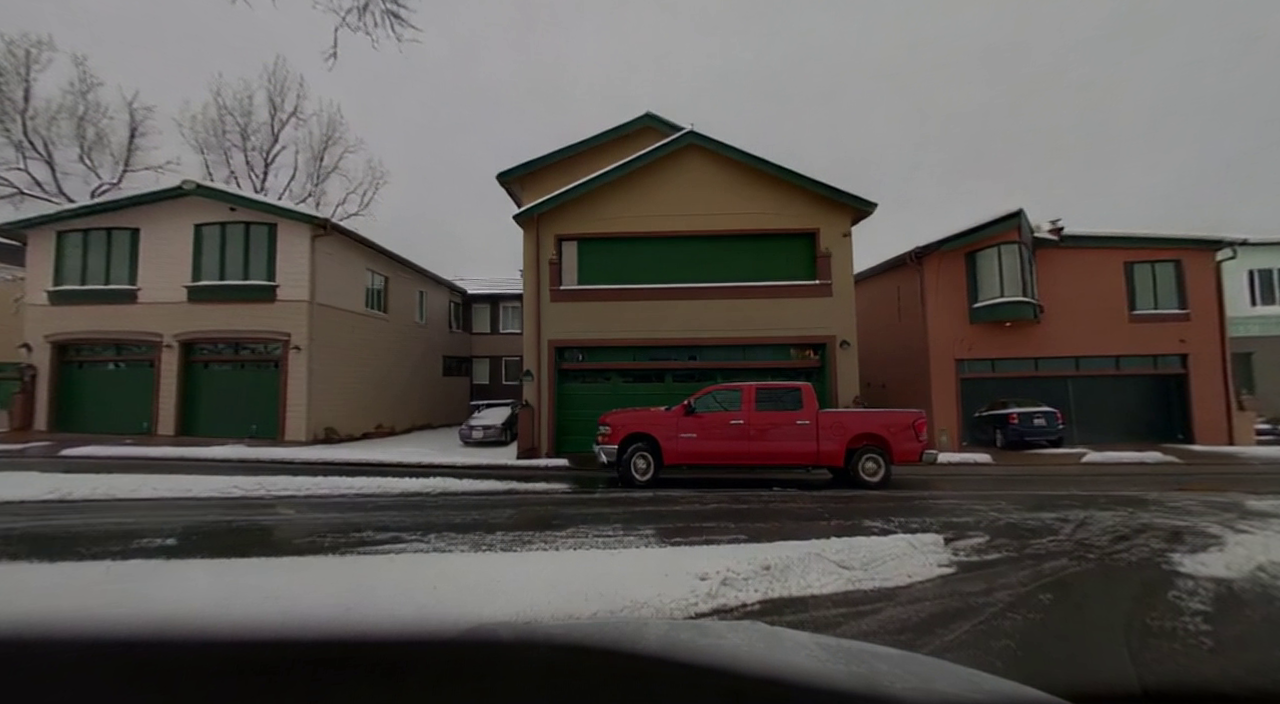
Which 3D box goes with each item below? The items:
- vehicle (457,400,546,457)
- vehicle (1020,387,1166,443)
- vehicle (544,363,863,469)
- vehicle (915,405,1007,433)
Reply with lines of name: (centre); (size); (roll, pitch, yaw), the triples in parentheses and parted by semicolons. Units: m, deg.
vehicle: (-4.434, 2.418, 20.746); (1.869, 1.460, 3.826); (-4, -2, 2)
vehicle: (16.098, 2.285, 22.567); (3.770, 1.496, 1.951); (6, -9, 3)
vehicle: (1.121, 1.289, 12.260); (5.600, 1.835, 2.161); (-1, -8, 2)
vehicle: (16.878, 3.560, 33.339); (3.897, 1.416, 1.703); (-1, -8, 2)
